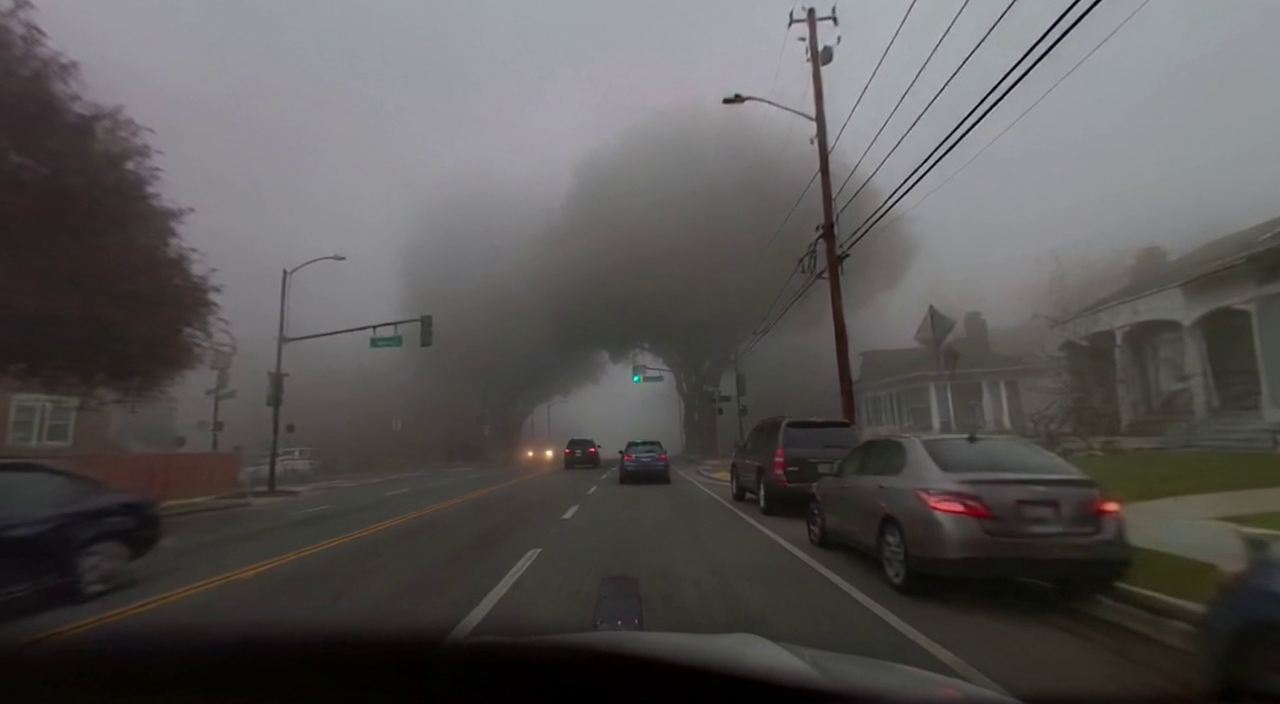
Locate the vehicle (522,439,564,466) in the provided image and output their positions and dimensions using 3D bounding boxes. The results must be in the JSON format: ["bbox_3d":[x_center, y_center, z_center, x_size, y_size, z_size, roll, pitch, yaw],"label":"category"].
[{"bbox_3d":[-6.275,6.582,41.456,2.048,1.601,5.047,0,-8,-1],"label":"vehicle"}]

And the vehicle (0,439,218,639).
[{"bbox_3d":[-5.945,1.455,4.938,2.055,1.521,4.639,0,-8,0],"label":"vehicle"}]

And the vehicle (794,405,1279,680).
[{"bbox_3d":[2.949,1.386,5.846,1.842,1.511,4.565,0,-8,0],"label":"vehicle"}]

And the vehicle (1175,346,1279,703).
[{"bbox_3d":[3.032,0.540,0.293,1.905,1.589,4.028,0,-8,-2],"label":"vehicle"}]

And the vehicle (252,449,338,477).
[{"bbox_3d":[-22.857,7.354,41.773,4.537,1.755,1.933,0,-8,0],"label":"vehicle"}]

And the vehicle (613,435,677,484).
[{"bbox_3d":[0.112,3.652,21.769,1.998,1.518,4.015,0,-8,-2],"label":"vehicle"}]

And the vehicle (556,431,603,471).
[{"bbox_3d":[-2.983,4.953,31.650,1.983,1.841,4.013,0,-8,0],"label":"vehicle"}]
